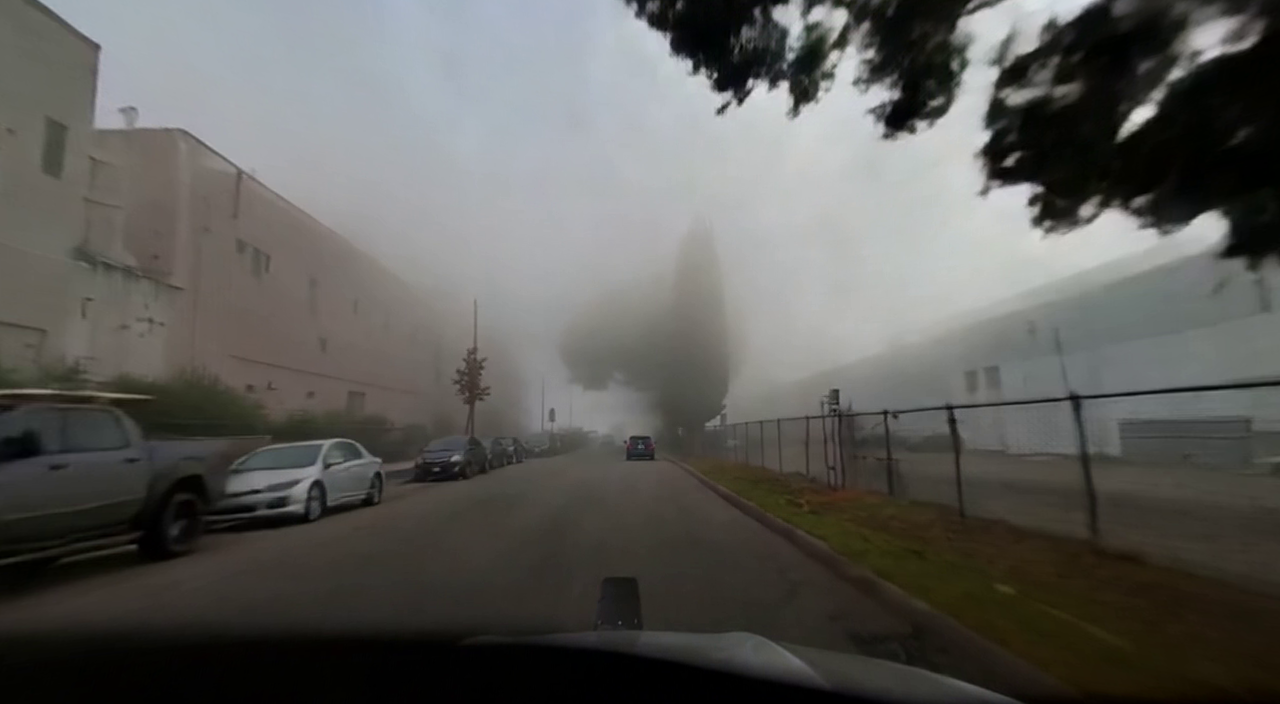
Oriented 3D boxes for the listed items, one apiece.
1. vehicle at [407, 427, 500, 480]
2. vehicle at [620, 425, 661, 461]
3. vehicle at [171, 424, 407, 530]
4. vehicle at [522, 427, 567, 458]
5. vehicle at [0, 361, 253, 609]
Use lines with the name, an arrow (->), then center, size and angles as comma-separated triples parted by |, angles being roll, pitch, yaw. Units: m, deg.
vehicle -> -6.413, 3.514, 22.242 | 1.926, 1.647, 4.185 | 0, -7, 1
vehicle -> 0.015, 5.053, 35.274 | 2.152, 1.874, 4.042 | 0, -7, 0
vehicle -> -6.186, 2.197, 11.839 | 2.013, 1.609, 4.152 | 0, -7, 0
vehicle -> -6.401, 6.142, 42.736 | 2.139, 1.943, 5.295 | -1, -9, 1
vehicle -> -6.204, 1.242, 5.950 | 2.005, 1.989, 4.929 | -3, -9, 0
